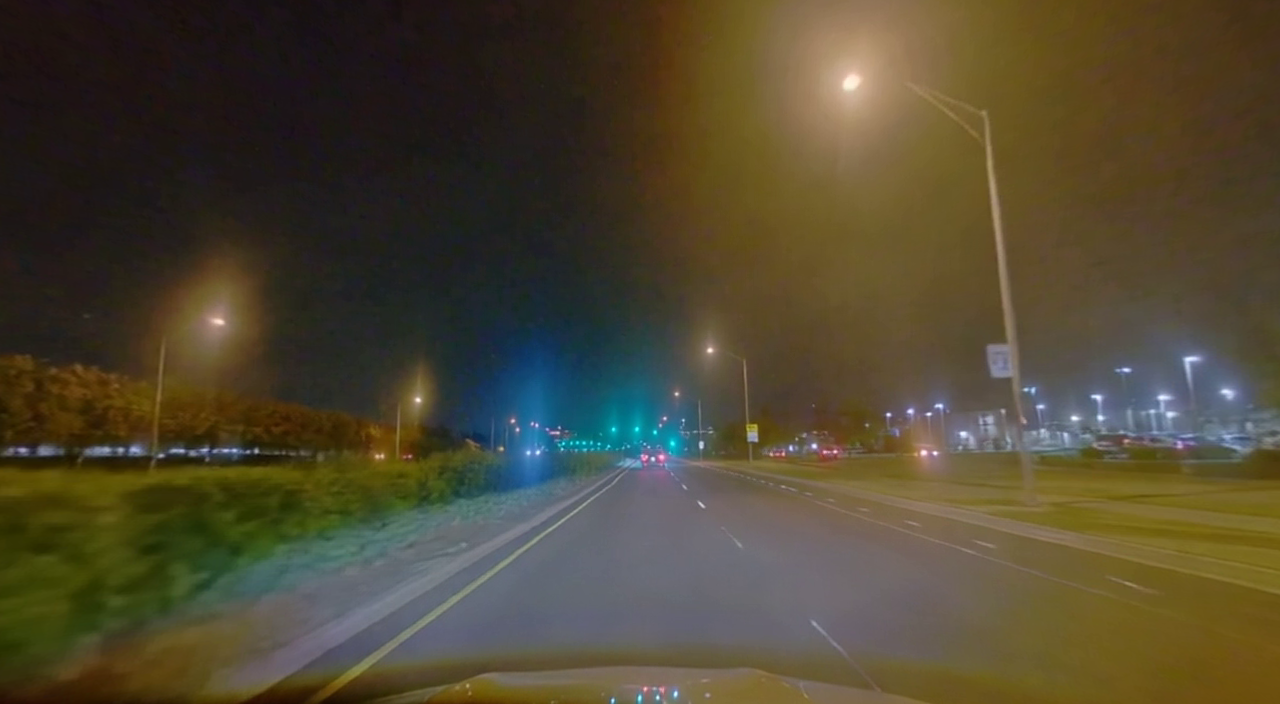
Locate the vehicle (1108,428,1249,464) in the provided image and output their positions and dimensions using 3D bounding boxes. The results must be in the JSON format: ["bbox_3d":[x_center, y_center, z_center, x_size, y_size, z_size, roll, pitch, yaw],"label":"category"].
[{"bbox_3d":[26.885,4.740,31.875,2.143,1.623,5.235,1,-8,-7],"label":"vehicle"}]

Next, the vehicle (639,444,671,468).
[{"bbox_3d":[1.026,7.432,45.236,2.158,1.600,3.865,0,-8,-1],"label":"vehicle"}]
